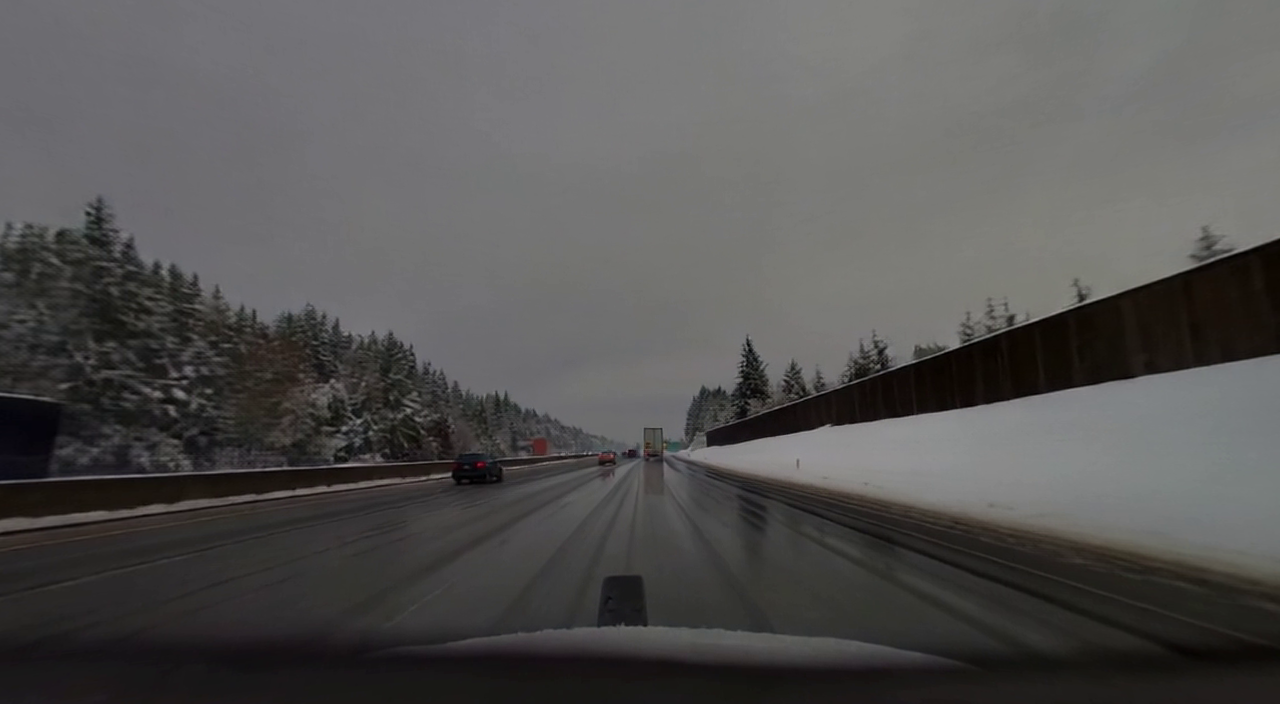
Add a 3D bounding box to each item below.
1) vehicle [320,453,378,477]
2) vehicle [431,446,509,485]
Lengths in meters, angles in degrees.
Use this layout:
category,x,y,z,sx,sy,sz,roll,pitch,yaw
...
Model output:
category,x,y,z,sx,sy,sz,roll,pitch,yaw
vehicle,-19.173,7.461,41.675,1.842,1.464,3.956,0,-9,1
vehicle,-7.219,4.865,27.244,2.031,1.521,4.503,0,-9,1
